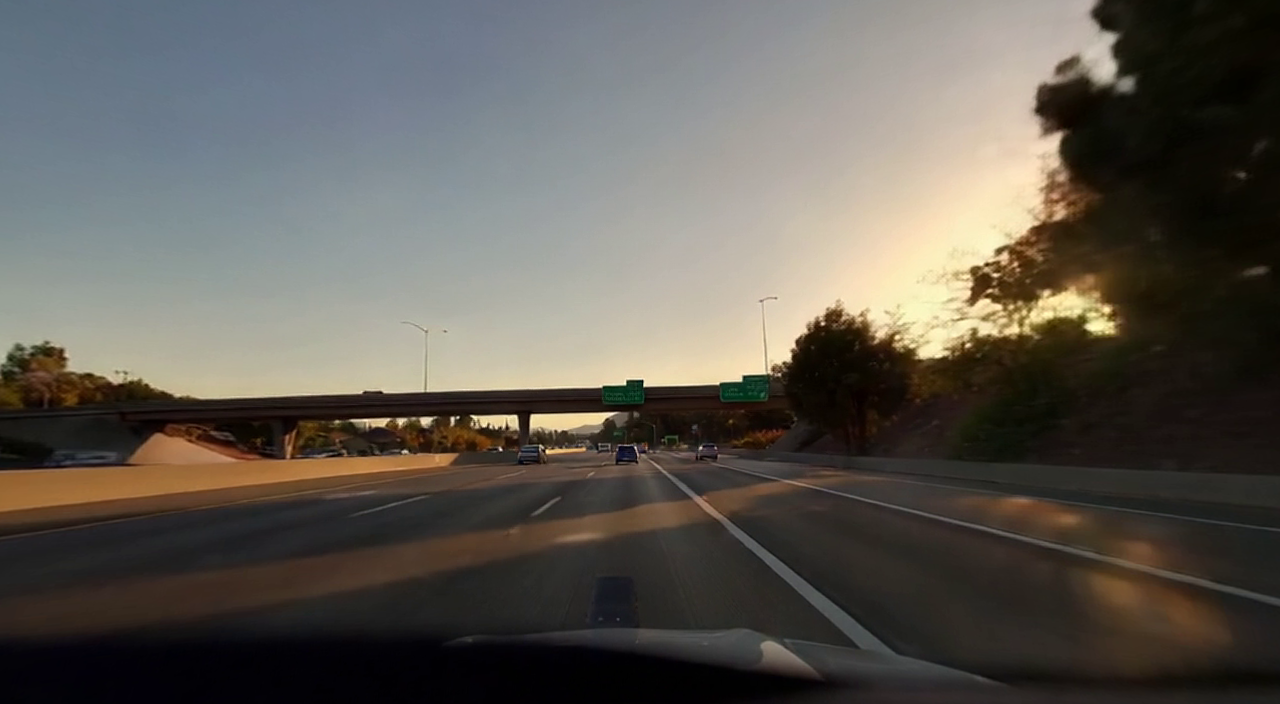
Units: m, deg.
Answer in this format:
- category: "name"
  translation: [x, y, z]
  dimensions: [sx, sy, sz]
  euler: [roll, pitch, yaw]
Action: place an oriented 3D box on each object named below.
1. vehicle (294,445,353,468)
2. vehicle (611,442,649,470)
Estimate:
- category: "vehicle"
  translation: [-24.802, 8.166, 49.745]
  dimensions: [1.978, 1.665, 5.327]
  euler: [-1, -8, -2]
- category: "vehicle"
  translation: [-0.608, 5.872, 35.794]
  dimensions: [2.012, 1.471, 4.059]
  euler: [0, -8, -2]
